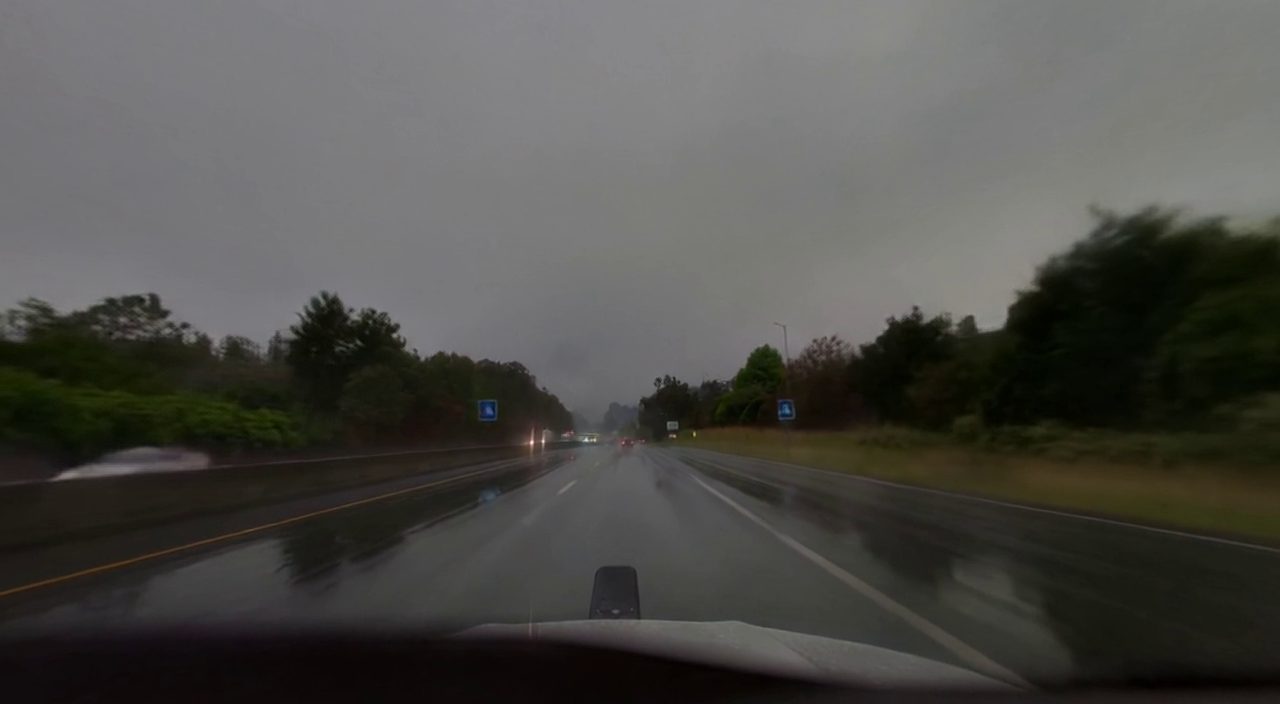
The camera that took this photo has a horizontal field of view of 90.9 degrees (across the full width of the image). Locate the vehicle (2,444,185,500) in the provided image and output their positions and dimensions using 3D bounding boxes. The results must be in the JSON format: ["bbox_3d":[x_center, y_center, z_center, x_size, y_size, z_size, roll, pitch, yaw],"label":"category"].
[{"bbox_3d":[-16.463,3.595,19.338,1.919,1.451,4.196,0,-8,-2],"label":"vehicle"}]
